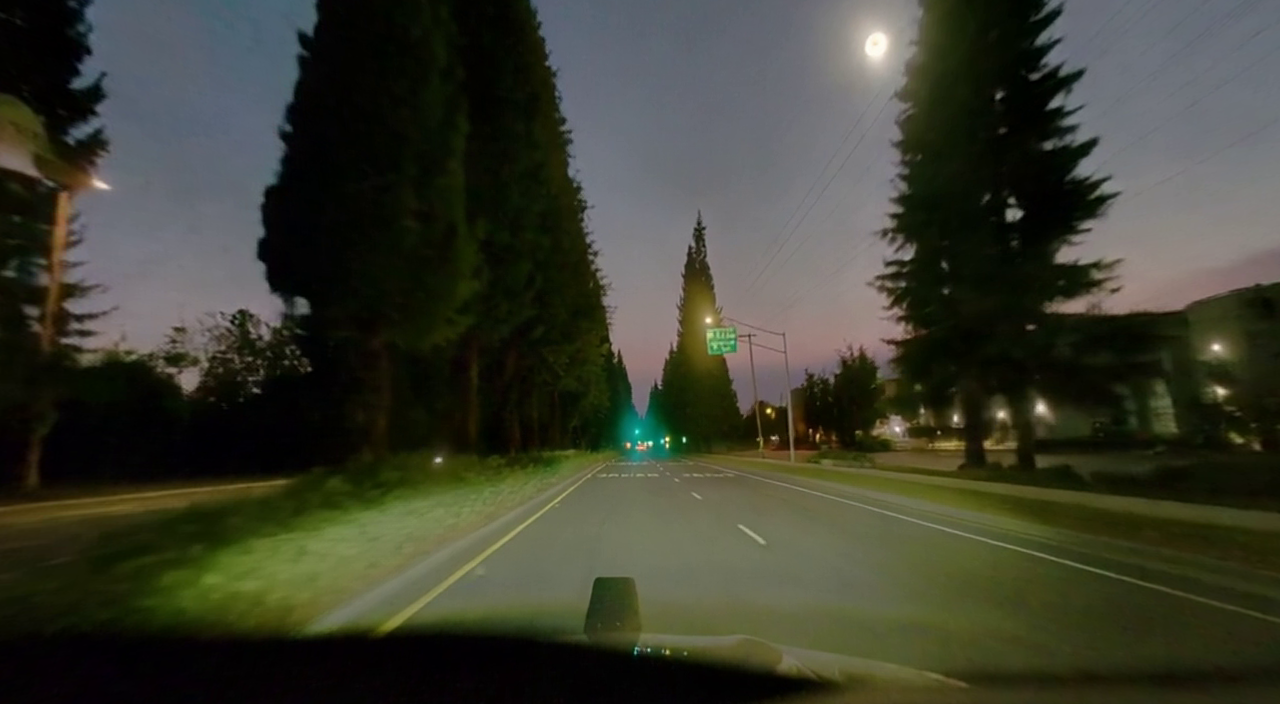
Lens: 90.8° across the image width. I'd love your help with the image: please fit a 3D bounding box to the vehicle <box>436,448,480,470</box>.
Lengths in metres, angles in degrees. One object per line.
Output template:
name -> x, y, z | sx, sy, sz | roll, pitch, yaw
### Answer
vehicle -> -13.617, 8.038, 47.504 | 1.924, 1.528, 4.731 | 0, -9, 0
